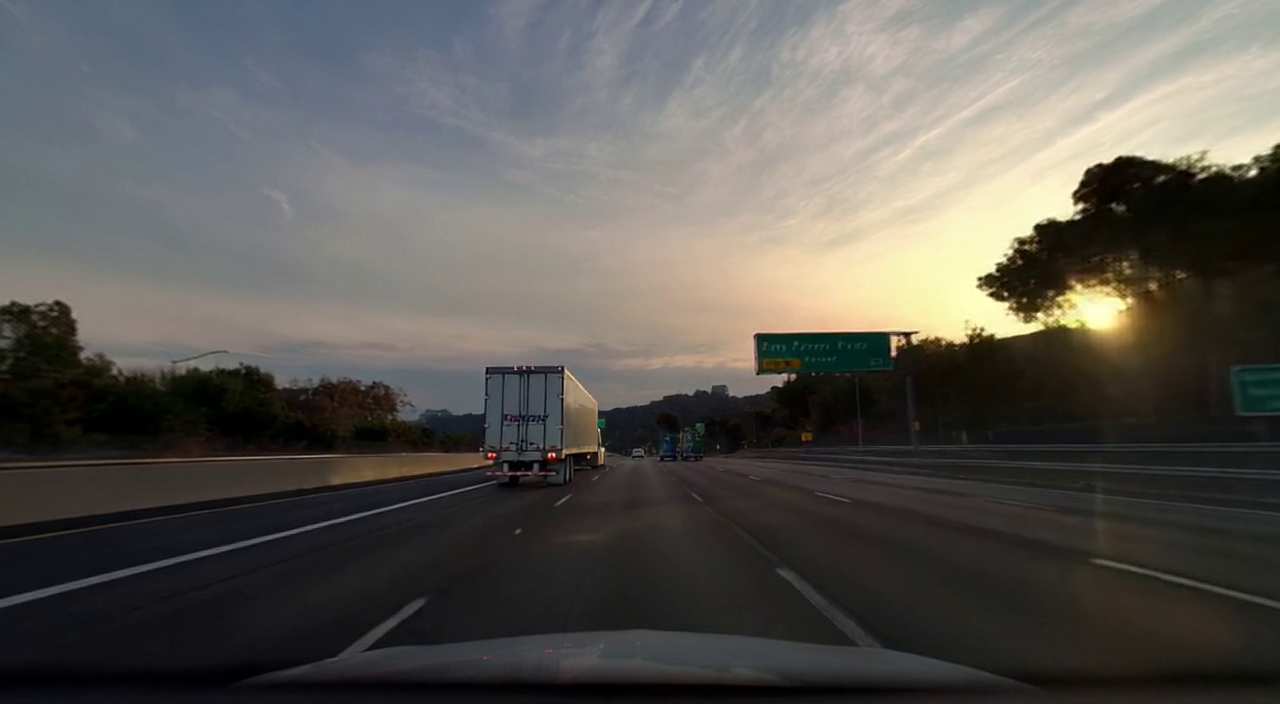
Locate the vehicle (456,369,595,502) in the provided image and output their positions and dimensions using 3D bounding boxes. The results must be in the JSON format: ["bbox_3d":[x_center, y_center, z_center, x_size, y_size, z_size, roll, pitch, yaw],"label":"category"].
[{"bbox_3d":[-3.274,2.799,20.653,2.922,3.458,8.360,0,-9,0],"label":"vehicle"}]
